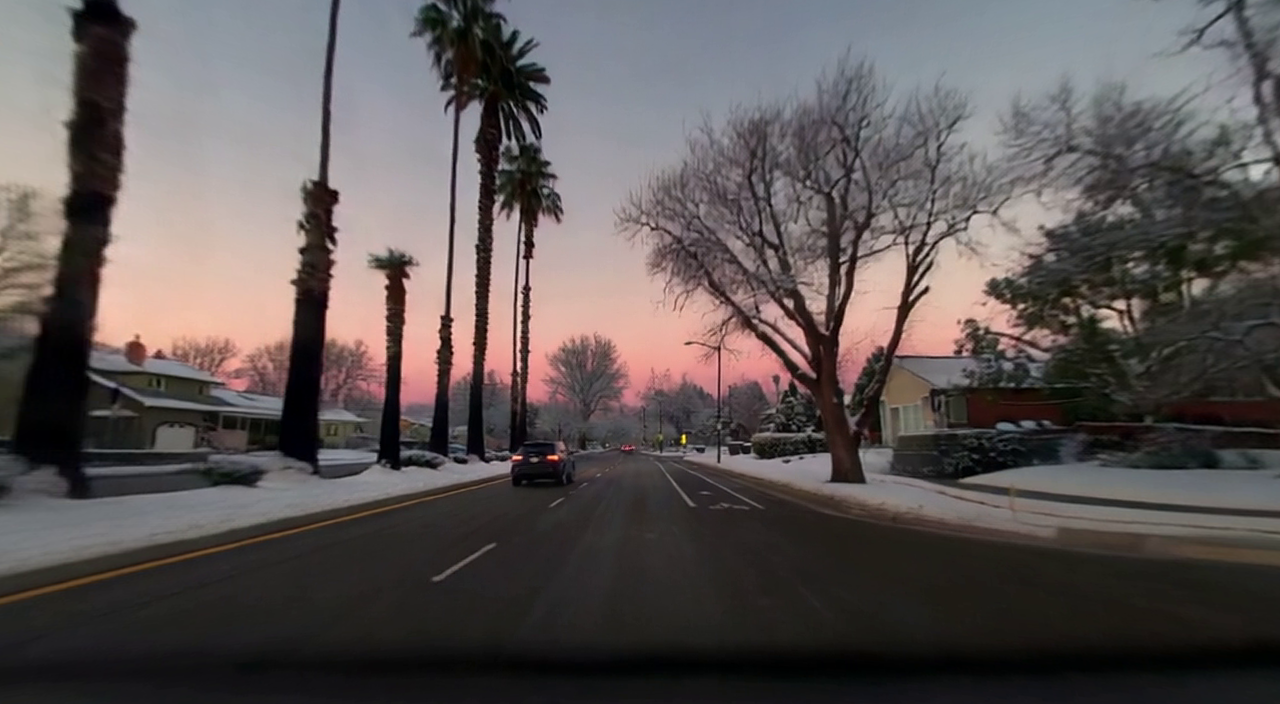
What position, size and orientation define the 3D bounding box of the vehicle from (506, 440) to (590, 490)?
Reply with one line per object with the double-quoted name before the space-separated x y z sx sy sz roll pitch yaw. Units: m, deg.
"vehicle" -2.977 3.790 21.493 2.075 1.498 4.730 0 -9 1
